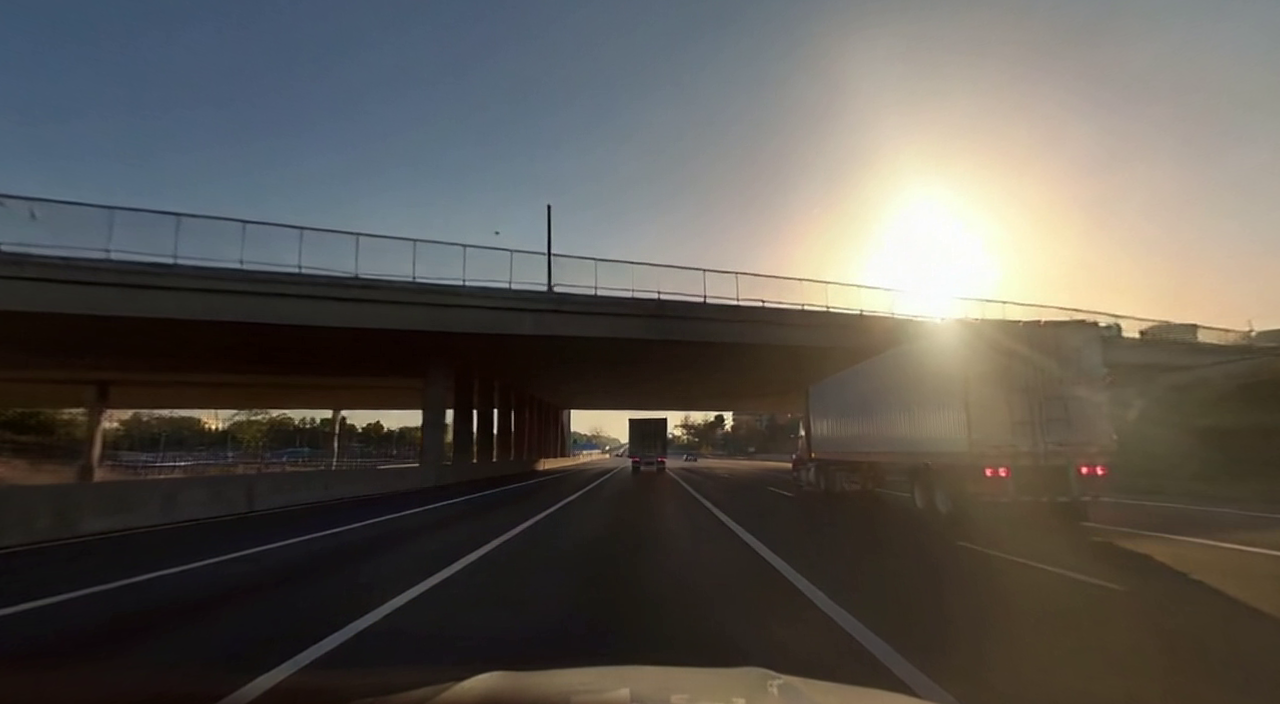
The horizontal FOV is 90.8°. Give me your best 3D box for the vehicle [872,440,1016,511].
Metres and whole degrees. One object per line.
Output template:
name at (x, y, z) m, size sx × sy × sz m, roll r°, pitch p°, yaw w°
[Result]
vehicle at (7.337, 2.999, 15.663) m, size 1.687 × 1.503 × 3.688 m, roll -1°, pitch -9°, yaw 0°
